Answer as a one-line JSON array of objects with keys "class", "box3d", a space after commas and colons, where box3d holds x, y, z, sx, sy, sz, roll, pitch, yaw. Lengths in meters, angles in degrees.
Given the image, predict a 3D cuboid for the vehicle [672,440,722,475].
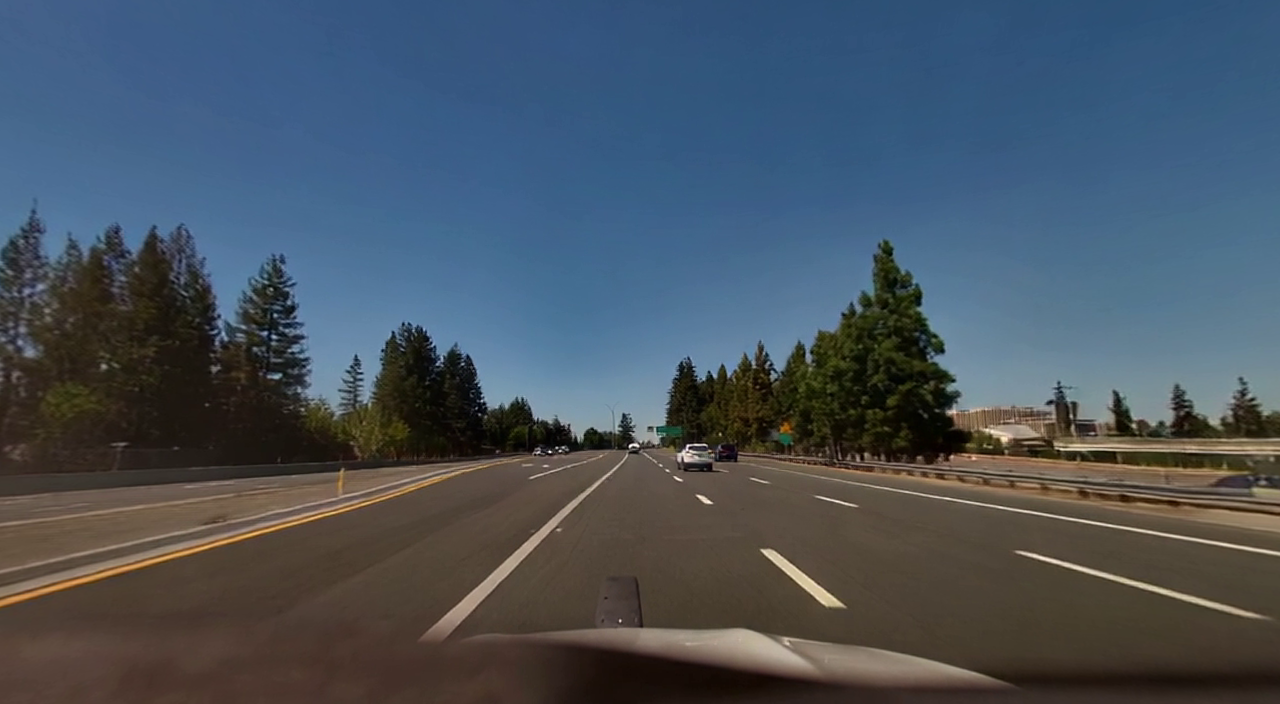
[{"class": "vehicle", "box3d": [2.887, 5.444, 32.746, 2.066, 1.683, 4.675, 0, -9, -1]}]
